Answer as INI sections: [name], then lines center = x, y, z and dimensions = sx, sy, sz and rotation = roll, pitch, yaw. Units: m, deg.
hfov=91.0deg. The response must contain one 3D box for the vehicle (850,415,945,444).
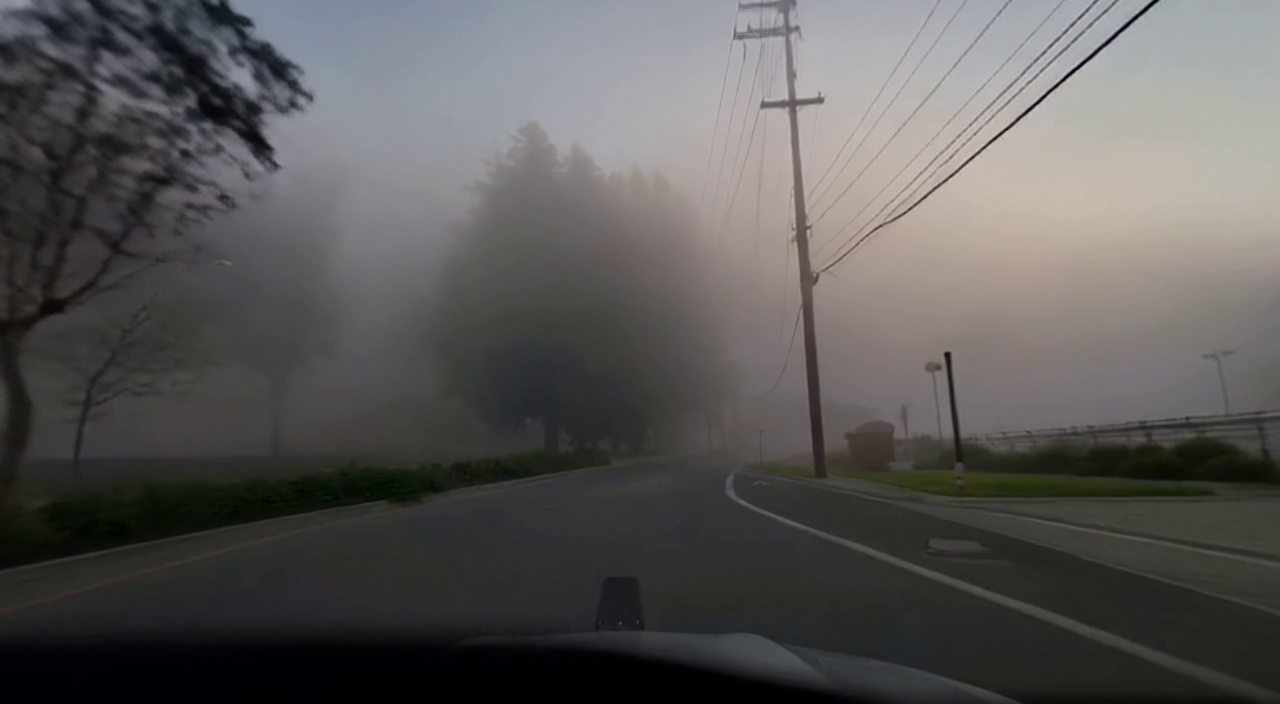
[vehicle]
center = 17.602, 5.347, 43.385
dimensions = 5.745, 1.902, 2.244
rotation = -2, -9, 14
